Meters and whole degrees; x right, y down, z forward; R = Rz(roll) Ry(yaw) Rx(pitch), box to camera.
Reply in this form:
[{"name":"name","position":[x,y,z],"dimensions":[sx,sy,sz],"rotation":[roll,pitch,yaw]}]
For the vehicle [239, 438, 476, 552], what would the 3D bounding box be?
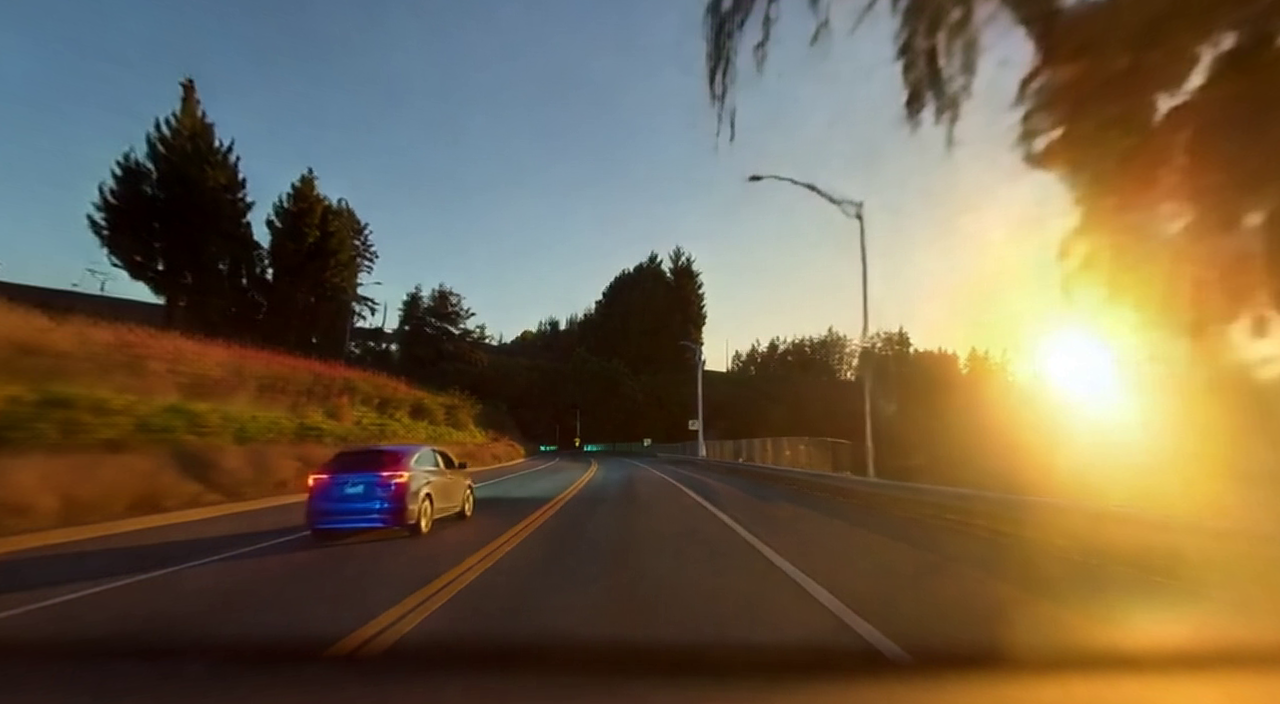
[{"name":"vehicle","position":[-4.387,2.264,10.743],"dimensions":[1.968,1.503,4.443],"rotation":[0,-9,0]}]
